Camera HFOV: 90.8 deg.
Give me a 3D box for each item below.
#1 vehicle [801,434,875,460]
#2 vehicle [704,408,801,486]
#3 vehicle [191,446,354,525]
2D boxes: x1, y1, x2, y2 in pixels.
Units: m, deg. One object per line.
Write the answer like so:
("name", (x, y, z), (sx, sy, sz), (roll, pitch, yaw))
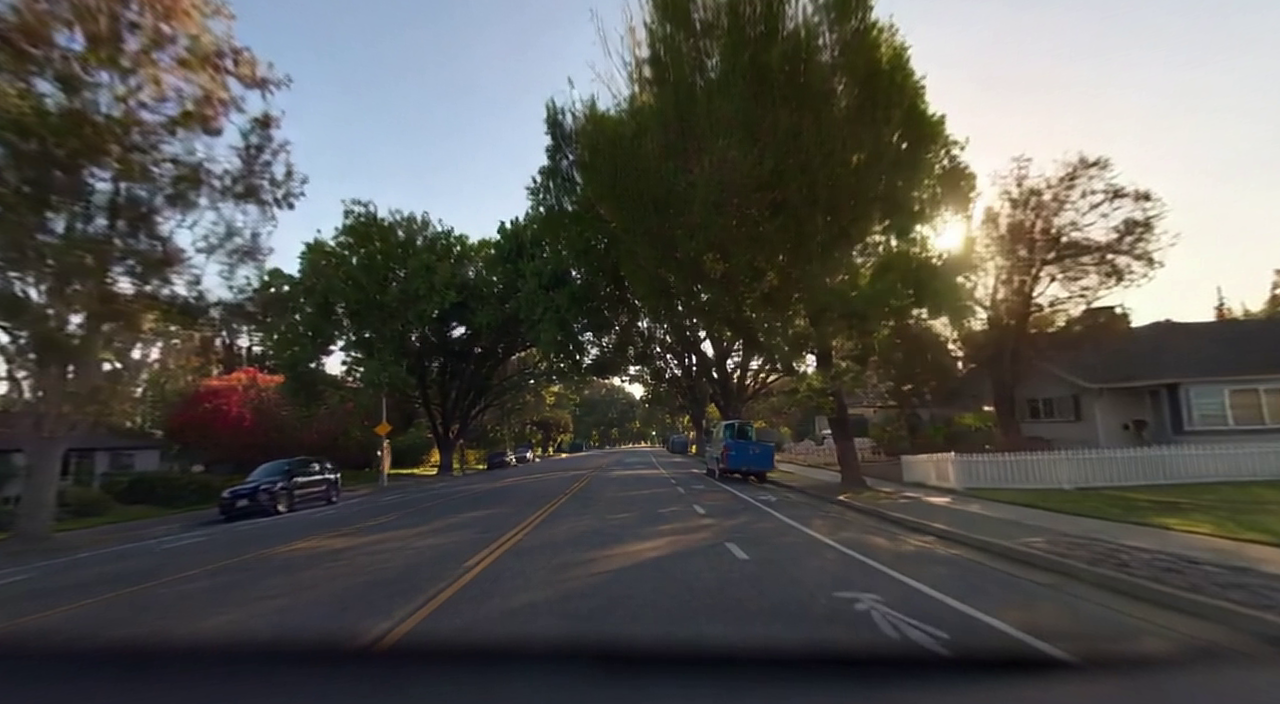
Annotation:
("vehicle", (14.495, 6.971, 46.340), (4.699, 1.442, 1.838), (-5, -8, -2))
("vehicle", (3.865, 3.444, 22.998), (2.459, 2.452, 5.731), (0, -8, 0))
("vehicle", (-11.293, 4.061, 19.951), (2.301, 1.855, 4.983), (-7, -8, -3))
